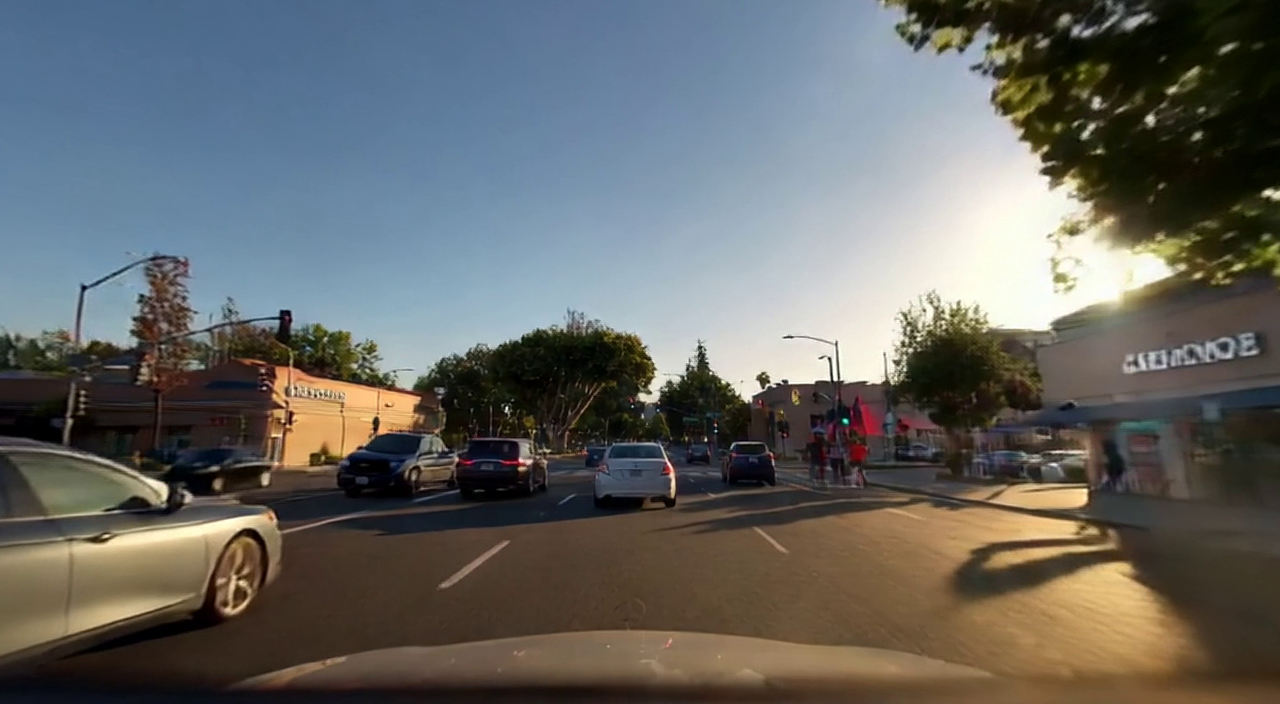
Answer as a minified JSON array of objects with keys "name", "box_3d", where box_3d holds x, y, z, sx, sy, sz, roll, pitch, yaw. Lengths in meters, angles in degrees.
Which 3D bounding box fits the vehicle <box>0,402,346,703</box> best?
[{"name":"vehicle","box_3d":[-3.697,1.066,3.318,1.992,1.493,4.688,0,-9,1]}]

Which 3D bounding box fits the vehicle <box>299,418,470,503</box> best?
[{"name":"vehicle","box_3d":[-6.882,3.029,17.942,2.321,2.013,5.640,0,-9,2]}]

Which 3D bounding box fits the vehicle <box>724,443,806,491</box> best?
[{"name":"vehicle","box_3d":[4.268,3.985,22.217,1.979,1.485,4.207,0,-9,-1]}]

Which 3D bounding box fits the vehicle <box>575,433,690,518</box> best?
[{"name":"vehicle","box_3d":[-0.126,2.602,13.740,2.121,1.563,4.031,0,-9,0]}]

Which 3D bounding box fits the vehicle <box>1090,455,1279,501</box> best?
[{"name":"vehicle","box_3d":[18.845,4.340,21.900,4.795,1.457,1.986,-1,-9,4]}]

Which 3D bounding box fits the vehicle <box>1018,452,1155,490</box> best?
[{"name":"vehicle","box_3d":[19.403,5.180,27.576,4.379,1.558,2.033,0,-9,1]}]

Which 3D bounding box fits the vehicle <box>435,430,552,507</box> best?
[{"name":"vehicle","box_3d":[-3.560,2.918,16.160,1.983,1.685,3.997,0,-9,1]}]

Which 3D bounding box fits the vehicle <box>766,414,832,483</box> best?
[{"name":"vehicle","box_3d":[8.025,4.922,32.179,2.613,3.281,2.673,1,-8,-1]}]
